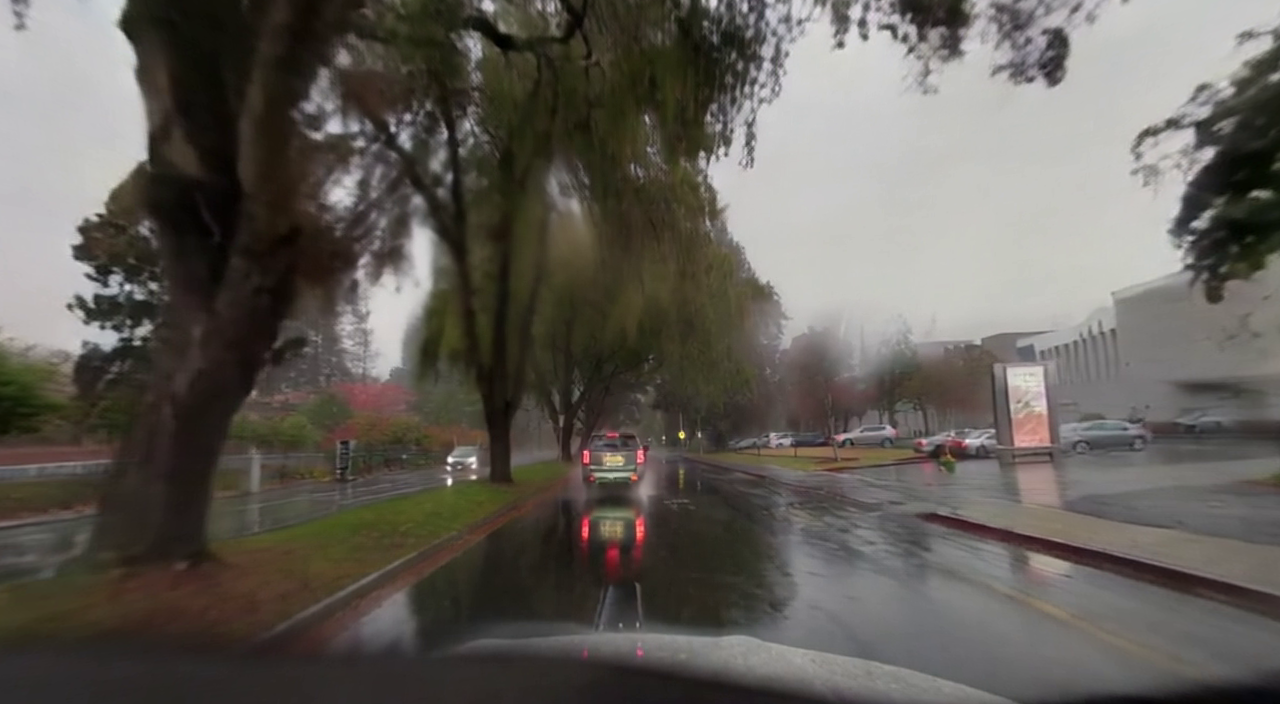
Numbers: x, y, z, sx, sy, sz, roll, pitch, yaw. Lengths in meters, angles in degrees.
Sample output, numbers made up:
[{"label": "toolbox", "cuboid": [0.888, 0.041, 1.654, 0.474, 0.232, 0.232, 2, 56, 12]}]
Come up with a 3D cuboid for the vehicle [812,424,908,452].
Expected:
[{"label": "vehicle", "cuboid": [13.088, 5.168, 37.825, 4.788, 1.625, 2.319, 0, -8, -3]}]

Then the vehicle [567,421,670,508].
[{"label": "vehicle", "cuboid": [-0.511, 2.793, 16.253, 2.157, 1.816, 5.804, 0, -8, -1]}]

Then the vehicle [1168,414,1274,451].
[{"label": "vehicle", "cuboid": [29.489, 4.142, 32.223, 1.666, 1.765, 3.809, 0, -8, 0]}]

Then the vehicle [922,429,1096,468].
[{"label": "vehicle", "cuboid": [14.271, 3.761, 24.746, 5.344, 1.440, 2.318, 0, -8, 2]}]

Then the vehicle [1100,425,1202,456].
[{"label": "vehicle", "cuboid": [25.631, 4.449, 31.852, 1.816, 1.452, 3.934, 0, -8, 0]}]

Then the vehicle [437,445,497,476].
[{"label": "vehicle", "cuboid": [-9.038, 5.676, 33.408, 2.027, 1.493, 4.707, 0, -8, -2]}]

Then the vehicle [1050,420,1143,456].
[{"label": "vehicle", "cuboid": [22.964, 4.380, 31.972, 1.870, 1.716, 3.660, 0, -8, 0]}]
